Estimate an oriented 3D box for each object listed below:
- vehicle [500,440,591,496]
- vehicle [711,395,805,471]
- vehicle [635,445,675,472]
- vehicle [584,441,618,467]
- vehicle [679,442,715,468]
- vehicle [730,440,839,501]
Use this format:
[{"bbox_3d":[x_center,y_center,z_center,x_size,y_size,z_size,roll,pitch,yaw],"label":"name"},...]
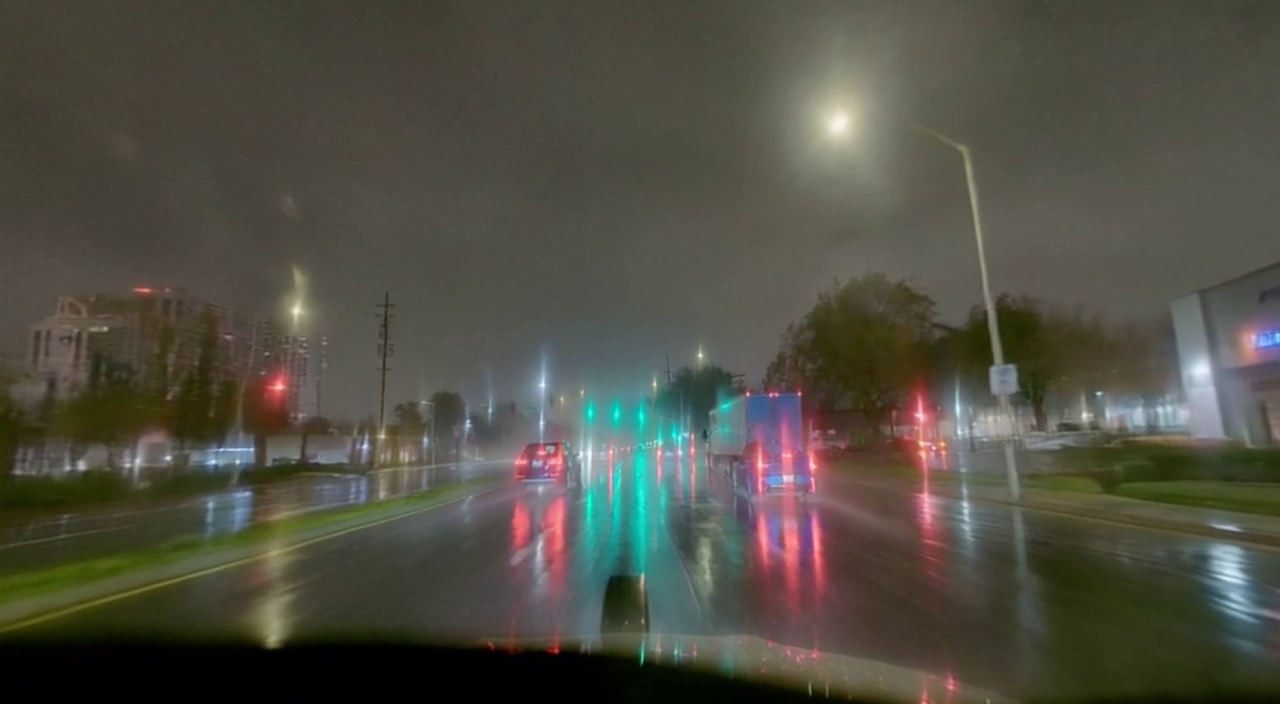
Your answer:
[{"bbox_3d":[-2.763,3.502,19.474,2.003,1.509,4.396,-1,-8,2],"label":"vehicle"},{"bbox_3d":[7.663,5.868,44.473,3.383,4.268,17.469,0,-8,0],"label":"vehicle"},{"bbox_3d":[0.800,6.132,36.494,2.020,1.461,4.326,0,-8,-2],"label":"vehicle"},{"bbox_3d":[-2.800,7.488,46.470,2.137,1.796,4.304,0,-8,1],"label":"vehicle"},{"bbox_3d":[3.837,6.994,42.973,2.050,1.683,3.990,0,-8,0],"label":"vehicle"},{"bbox_3d":[3.805,3.201,17.428,1.972,1.452,4.189,0,-8,0],"label":"vehicle"}]
